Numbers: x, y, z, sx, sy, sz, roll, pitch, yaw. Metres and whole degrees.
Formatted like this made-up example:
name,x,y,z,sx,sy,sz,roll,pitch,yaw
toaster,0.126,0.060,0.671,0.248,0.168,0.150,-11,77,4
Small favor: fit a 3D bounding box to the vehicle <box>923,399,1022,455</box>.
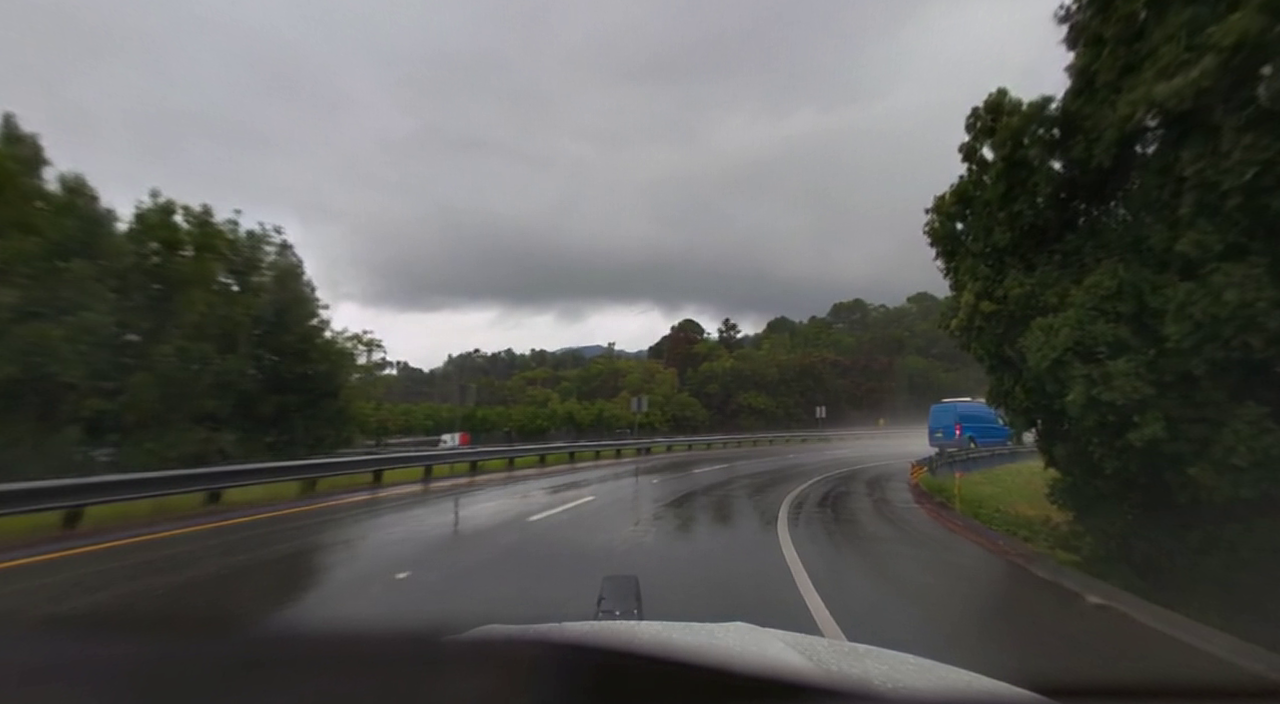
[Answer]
name,x,y,z,sx,sy,sz,roll,pitch,yaw
vehicle,16.867,3.835,31.849,5.330,2.577,2.352,7,-10,-39
